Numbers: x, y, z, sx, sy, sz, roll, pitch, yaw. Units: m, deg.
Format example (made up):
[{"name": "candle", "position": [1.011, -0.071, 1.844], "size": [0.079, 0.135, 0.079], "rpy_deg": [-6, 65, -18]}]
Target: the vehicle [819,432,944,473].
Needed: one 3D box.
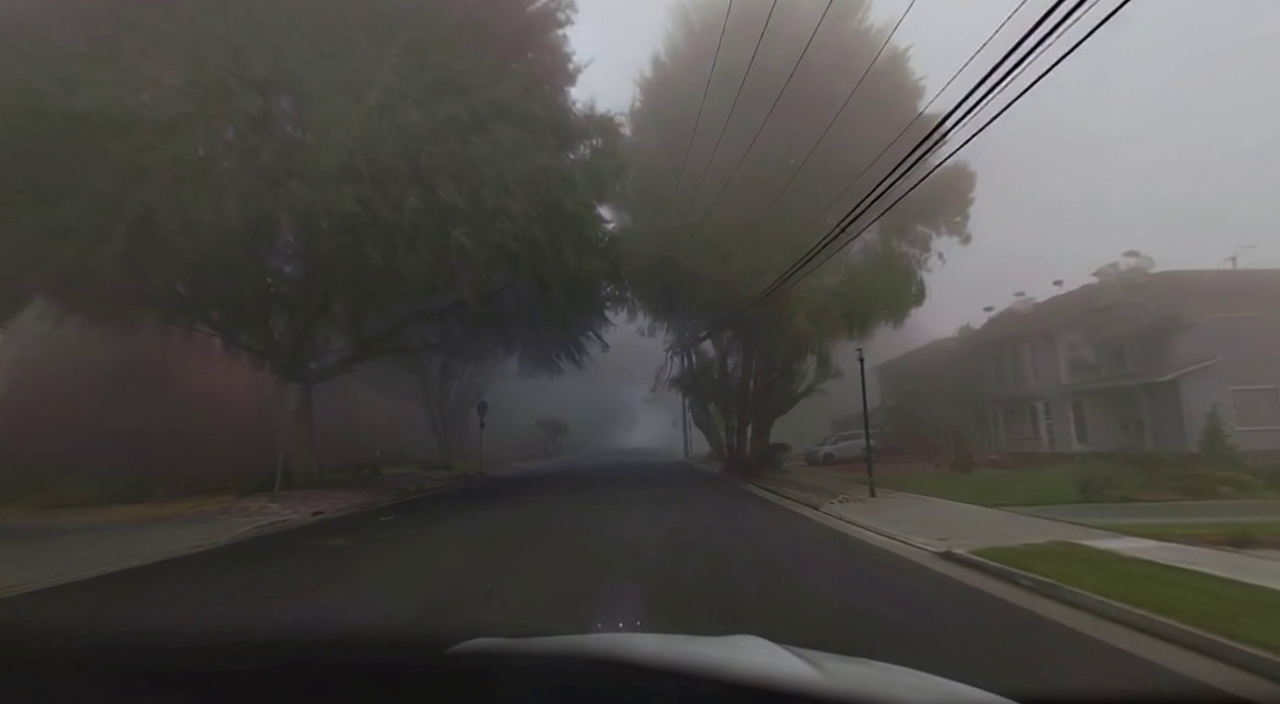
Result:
[{"name": "vehicle", "position": [10.924, 4.583, 28.891], "size": [4.902, 1.794, 1.975], "rpy_deg": [-1, -9, 4]}]
